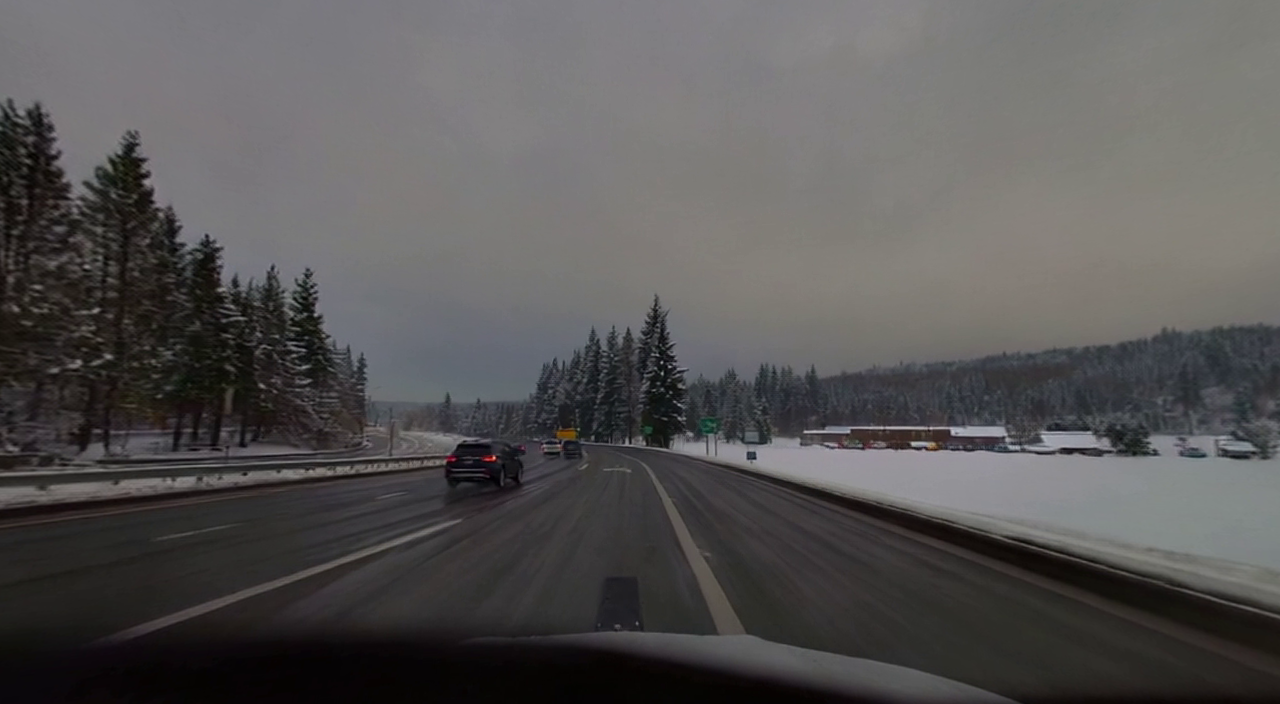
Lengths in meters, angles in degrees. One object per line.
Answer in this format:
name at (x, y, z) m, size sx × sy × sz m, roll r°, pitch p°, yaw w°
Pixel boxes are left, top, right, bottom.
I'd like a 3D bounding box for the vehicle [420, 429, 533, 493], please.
vehicle at (-4.910, 3.345, 19.764) m, size 2.210 × 1.737 × 4.649 m, roll 0°, pitch -8°, yaw 1°
